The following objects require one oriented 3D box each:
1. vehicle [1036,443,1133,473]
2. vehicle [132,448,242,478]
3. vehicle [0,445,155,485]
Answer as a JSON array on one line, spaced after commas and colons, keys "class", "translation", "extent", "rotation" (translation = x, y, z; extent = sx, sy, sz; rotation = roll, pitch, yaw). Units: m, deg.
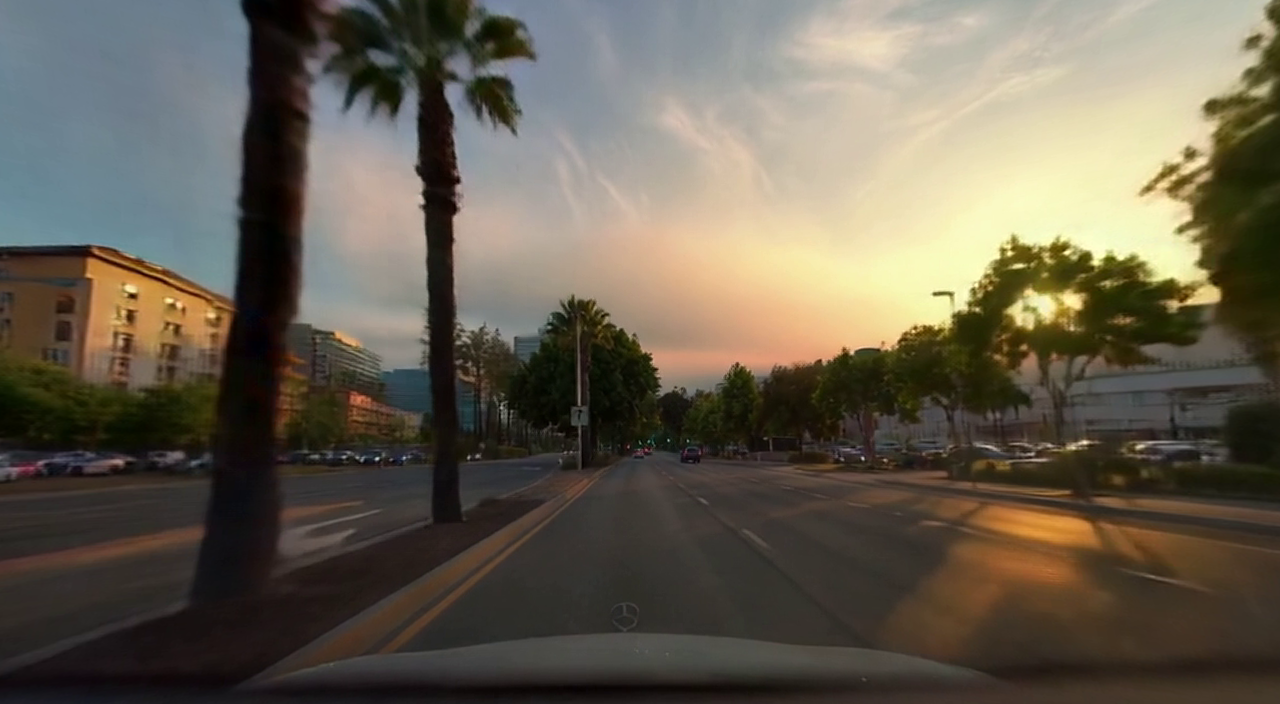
[{"class": "vehicle", "translation": [24.159, 5.742, 34.447], "extent": [1.881, 1.509, 4.448], "rotation": [0, -9, -3]}, {"class": "vehicle", "translation": [-30.601, 7.497, 42.689], "extent": [5.493, 1.979, 2.437], "rotation": [0, -9, -2]}, {"class": "vehicle", "translation": [-32.027, 6.404, 35.955], "extent": [6.216, 2.077, 2.806], "rotation": [0, -9, 1]}]
